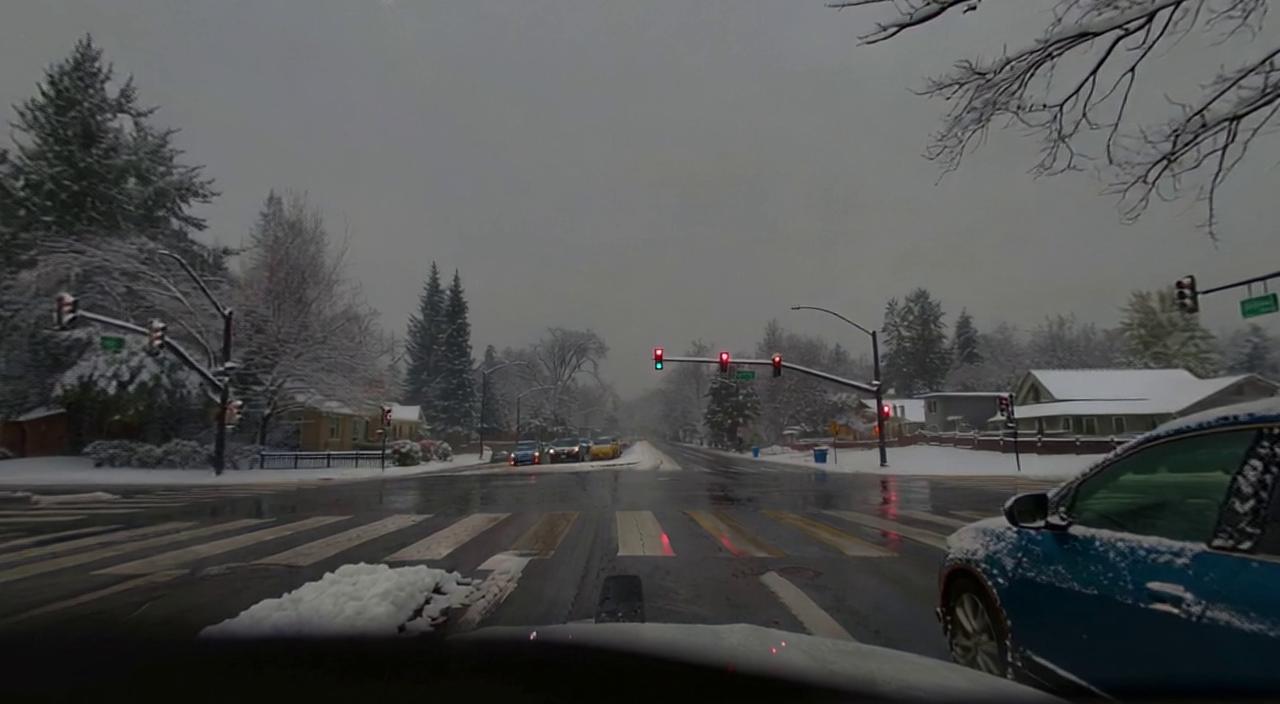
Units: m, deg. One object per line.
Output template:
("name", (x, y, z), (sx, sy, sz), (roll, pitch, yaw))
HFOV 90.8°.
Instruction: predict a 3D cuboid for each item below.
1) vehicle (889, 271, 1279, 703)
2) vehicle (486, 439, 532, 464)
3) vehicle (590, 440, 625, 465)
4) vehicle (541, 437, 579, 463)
("vehicle", (2.719, 0.711, 1.737), (2.085, 1.800, 4.908), (0, -8, 0))
("vehicle", (-8.946, 6.853, 43.619), (2.028, 1.654, 5.027), (0, -8, 1))
("vehicle", (-2.143, 6.394, 40.212), (2.046, 1.491, 4.118), (1, -8, -5))
("vehicle", (-5.536, 6.890, 44.378), (2.091, 1.707, 4.157), (0, -8, 0))
